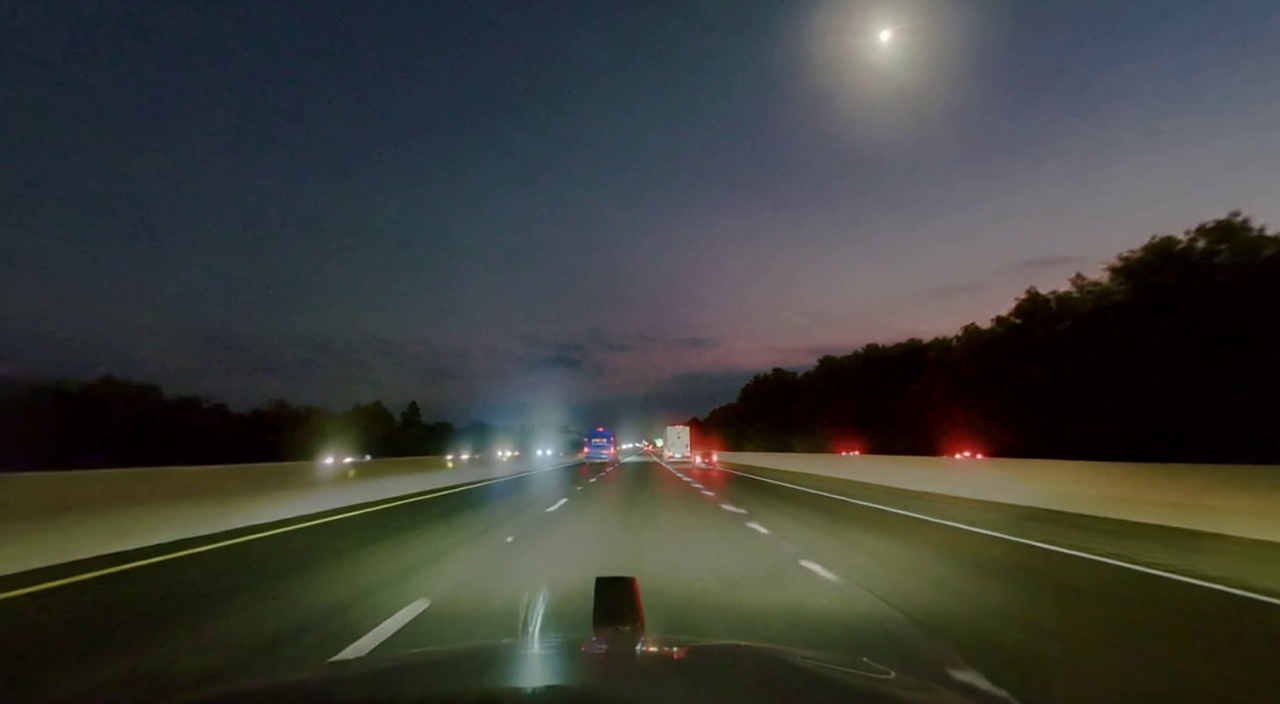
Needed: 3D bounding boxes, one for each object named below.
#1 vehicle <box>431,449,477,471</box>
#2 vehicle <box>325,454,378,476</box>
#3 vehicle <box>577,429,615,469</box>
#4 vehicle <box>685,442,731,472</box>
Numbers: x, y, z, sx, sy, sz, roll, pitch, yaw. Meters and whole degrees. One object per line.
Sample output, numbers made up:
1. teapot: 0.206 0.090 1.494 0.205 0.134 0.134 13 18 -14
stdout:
1. vehicle: -13.022 7.582 44.440 1.931 1.484 4.452 0 -9 0
2. vehicle: -20.698 8.142 45.467 1.805 1.454 4.182 0 -9 1
3. vehicle: -3.095 7.074 46.073 2.380 2.648 6.879 0 -9 -1
4. vehicle: 3.900 6.119 37.013 2.066 1.638 4.158 0 -9 -2
